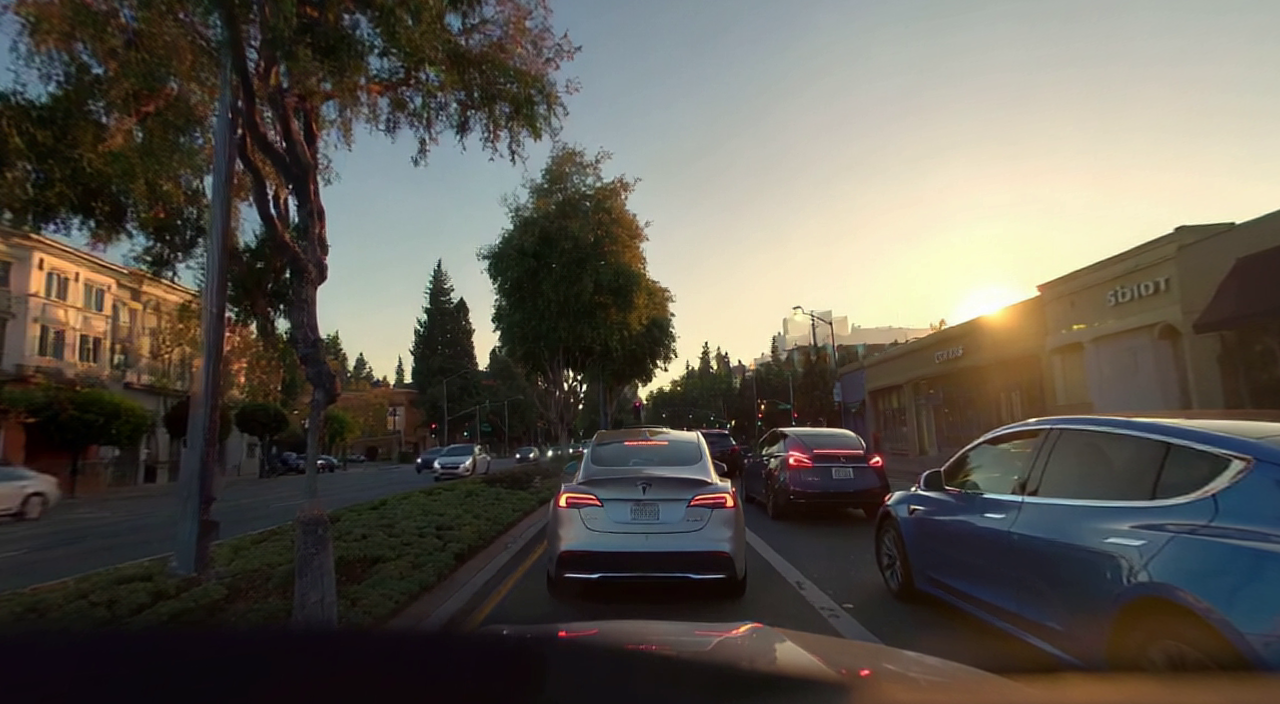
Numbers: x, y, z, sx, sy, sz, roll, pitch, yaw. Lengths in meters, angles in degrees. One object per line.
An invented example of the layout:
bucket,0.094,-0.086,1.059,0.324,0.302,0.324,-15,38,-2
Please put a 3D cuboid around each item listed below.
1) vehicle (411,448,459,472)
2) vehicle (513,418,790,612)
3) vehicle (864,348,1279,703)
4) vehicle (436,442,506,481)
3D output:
vehicle,-15.117,7.955,46.733,2.005,1.630,4.556,0,-8,1
vehicle,0.103,1.556,6.914,2.137,1.488,3.938,0,-8,0
vehicle,3.192,1.062,3.800,2.038,1.651,4.455,0,-8,0
vehicle,-7.715,5.036,29.292,1.999,1.662,4.291,0,-8,1
